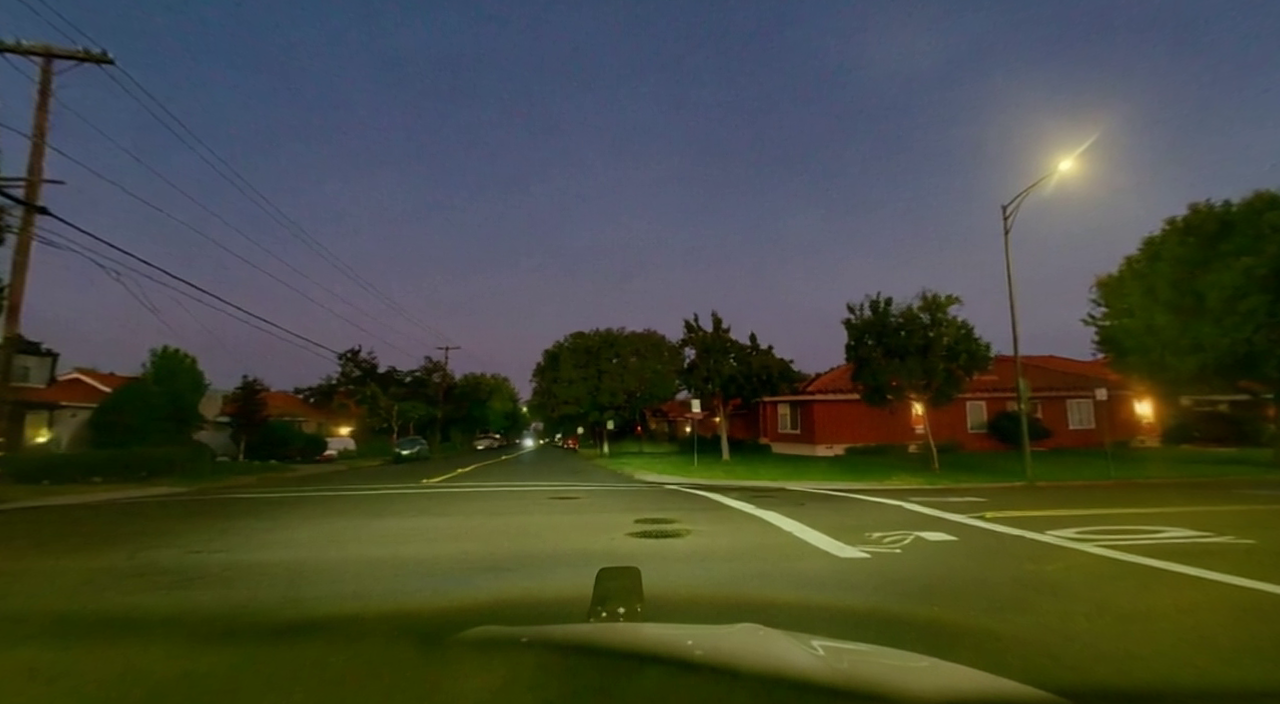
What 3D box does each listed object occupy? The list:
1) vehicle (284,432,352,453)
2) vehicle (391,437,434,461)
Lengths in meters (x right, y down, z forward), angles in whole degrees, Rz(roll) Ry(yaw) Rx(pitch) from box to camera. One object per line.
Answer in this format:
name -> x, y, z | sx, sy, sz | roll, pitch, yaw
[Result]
vehicle -> -25.174, 7.102, 49.490 | 4.288, 1.656, 1.791 | 1, -9, -6
vehicle -> -15.704, 6.734, 43.797 | 2.036, 1.546, 4.705 | 2, -9, -11
